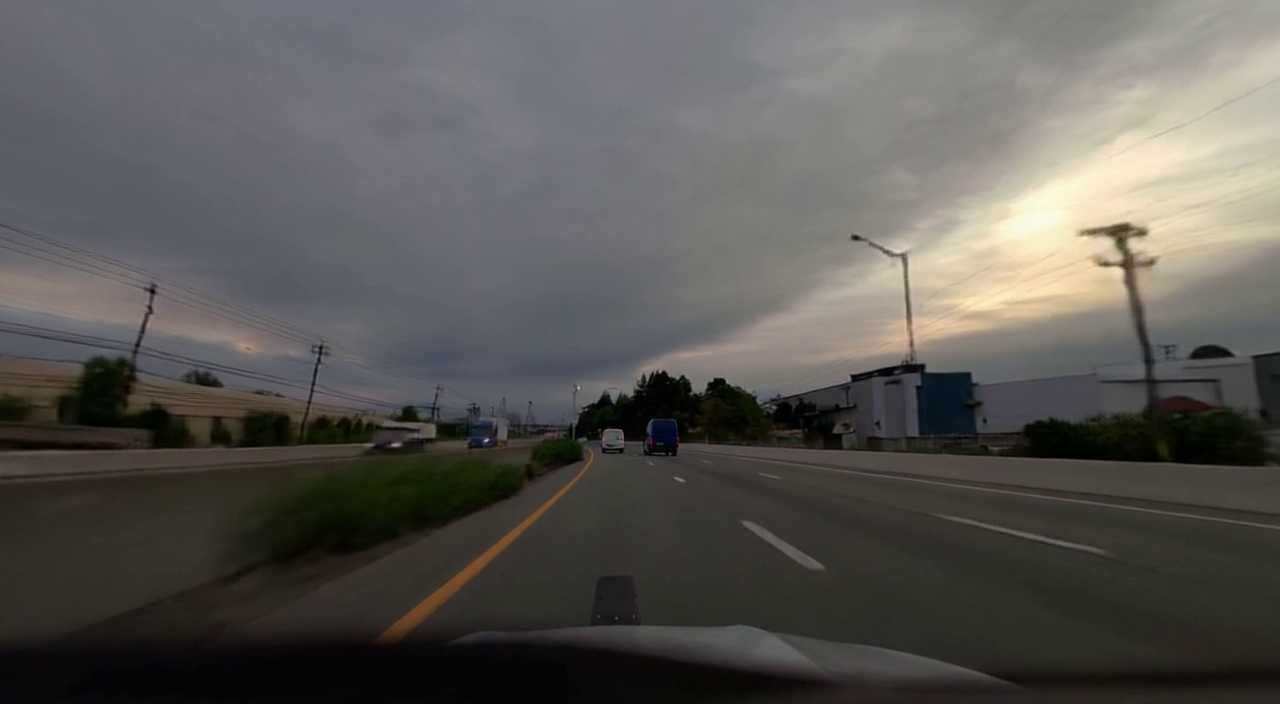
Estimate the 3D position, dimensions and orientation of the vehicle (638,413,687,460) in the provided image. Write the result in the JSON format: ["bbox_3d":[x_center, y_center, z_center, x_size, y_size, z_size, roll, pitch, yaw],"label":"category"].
[{"bbox_3d":[1.502,6.199,45.975,2.713,3.140,6.640,0,-8,-5],"label":"vehicle"}]
